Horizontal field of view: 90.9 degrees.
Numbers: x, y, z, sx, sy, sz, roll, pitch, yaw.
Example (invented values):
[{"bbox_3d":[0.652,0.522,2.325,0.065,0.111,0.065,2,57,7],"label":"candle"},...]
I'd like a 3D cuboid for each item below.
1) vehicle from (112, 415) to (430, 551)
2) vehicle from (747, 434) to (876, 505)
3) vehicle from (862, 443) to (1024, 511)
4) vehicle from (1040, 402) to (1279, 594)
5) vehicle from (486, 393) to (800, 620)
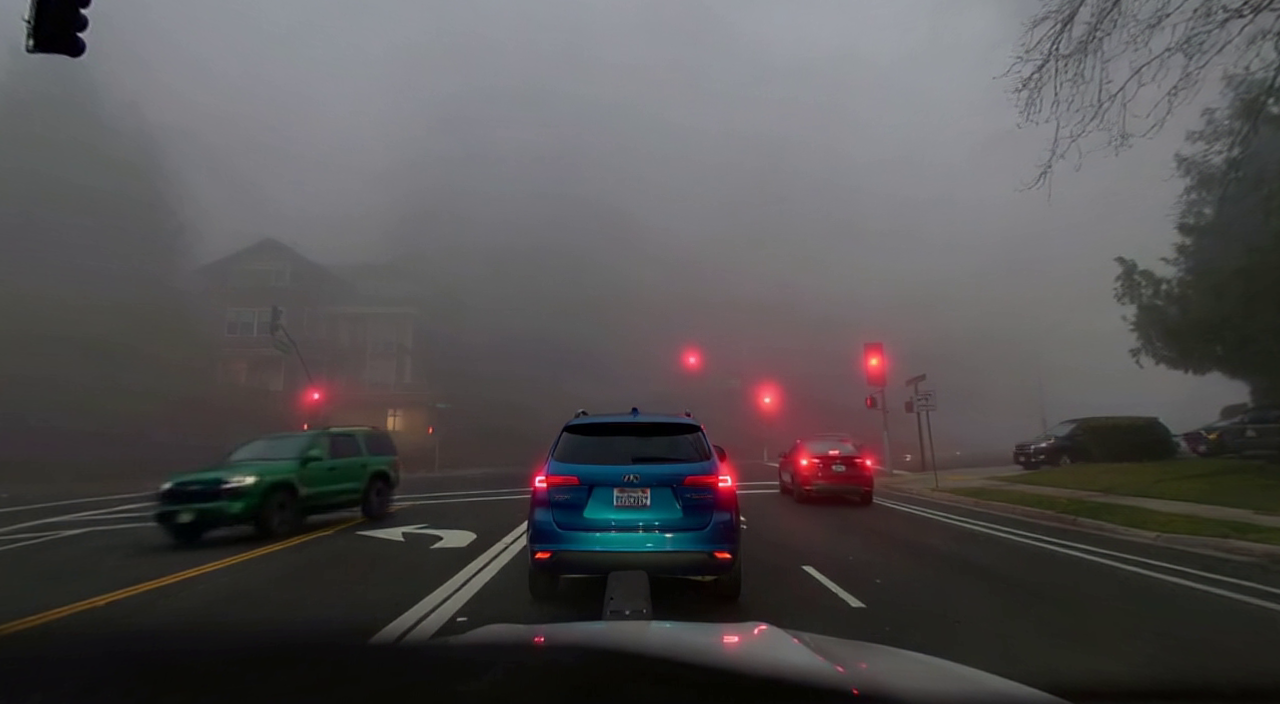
[{"bbox_3d":[-5.870,2.129,11.013,2.059,1.797,4.824,-2,-8,10],"label":"vehicle"},{"bbox_3d":[4.143,2.914,16.145,2.077,1.527,4.755,0,-8,1],"label":"vehicle"},{"bbox_3d":[7.293,3.011,15.799,1.860,1.436,4.479,0,-8,0],"label":"vehicle"},{"bbox_3d":[7.026,1.535,7.046,1.989,1.791,4.735,0,-8,1],"label":"vehicle"},{"bbox_3d":[0.049,1.468,6.937,2.322,1.667,4.367,0,-8,1],"label":"vehicle"}]
